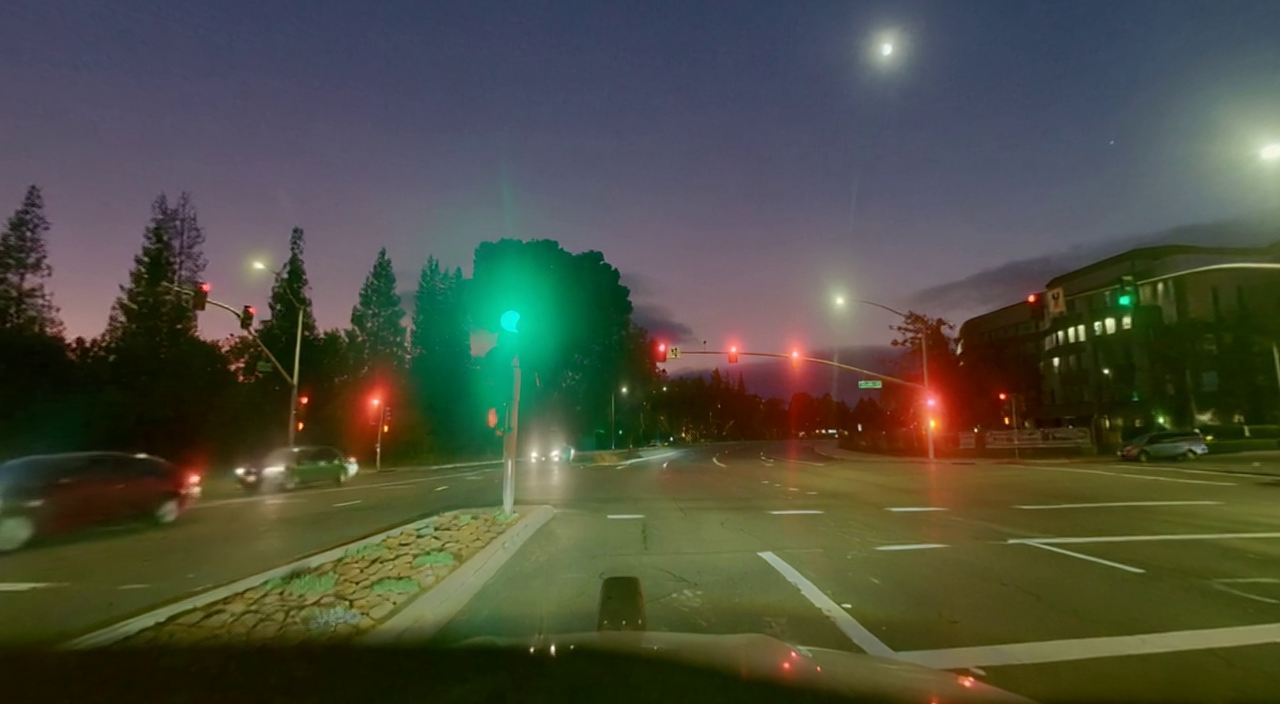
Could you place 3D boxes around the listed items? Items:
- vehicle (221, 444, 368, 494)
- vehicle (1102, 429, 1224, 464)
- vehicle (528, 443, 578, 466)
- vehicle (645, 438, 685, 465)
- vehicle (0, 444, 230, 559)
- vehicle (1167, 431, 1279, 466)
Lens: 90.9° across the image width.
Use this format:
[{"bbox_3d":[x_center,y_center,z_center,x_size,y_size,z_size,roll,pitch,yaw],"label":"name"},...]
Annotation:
[{"bbox_3d":[-11.782,3.975,22.002,2.046,1.515,4.852,-1,-8,5],"label":"vehicle"},{"bbox_3d":[25.934,4.685,31.358,4.441,1.674,2.035,1,-8,-8],"label":"vehicle"},{"bbox_3d":[-5.769,6.859,42.448,2.002,1.483,4.696,-2,-8,9],"label":"vehicle"},{"bbox_3d":[1.755,6.777,43.255,2.197,1.739,4.177,-2,-8,10],"label":"vehicle"},{"bbox_3d":[-8.985,2.245,10.261,1.877,1.481,3.853,-1,-8,3],"label":"vehicle"},{"bbox_3d":[26.304,4.242,27.879,4.644,1.470,1.922,1,-8,-10],"label":"vehicle"}]
